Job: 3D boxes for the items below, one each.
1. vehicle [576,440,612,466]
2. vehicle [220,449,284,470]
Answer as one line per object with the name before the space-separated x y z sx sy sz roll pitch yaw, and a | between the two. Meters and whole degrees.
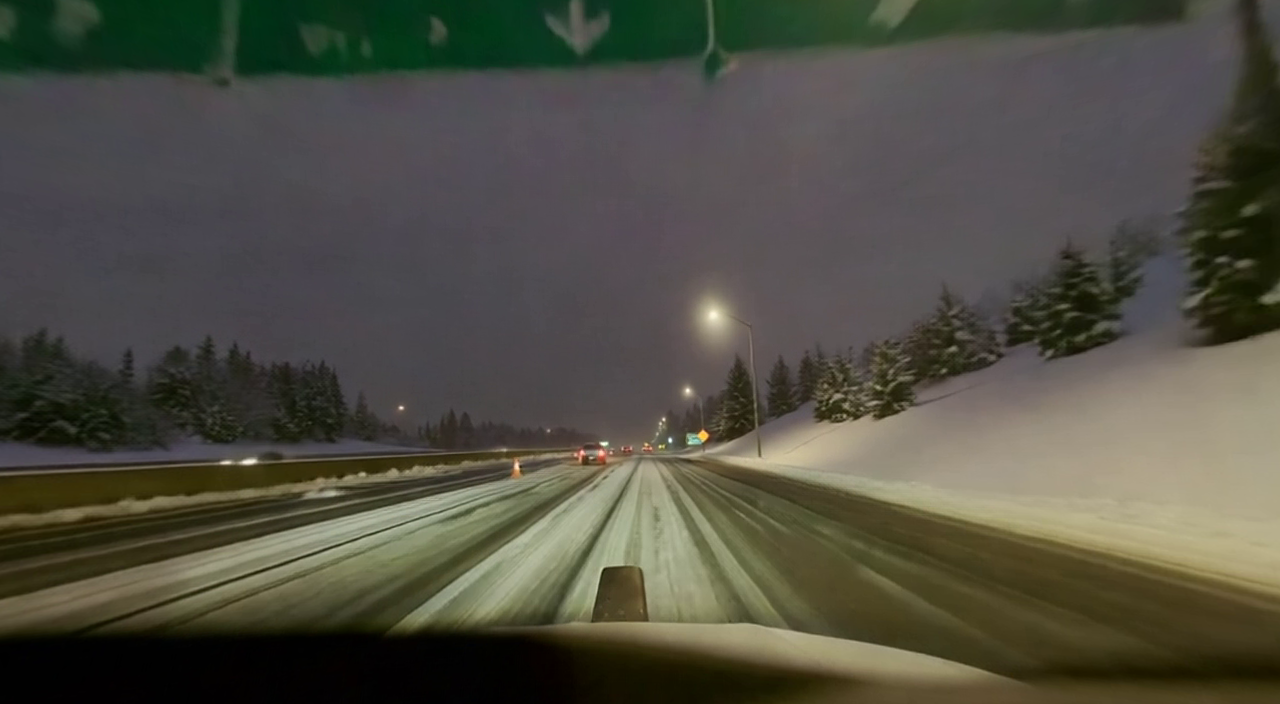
vehicle | -3.020 6.694 41.873 2.078 1.629 4.059 0 -8 1
vehicle | -30.136 8.360 48.985 1.830 1.472 4.852 0 -8 1
